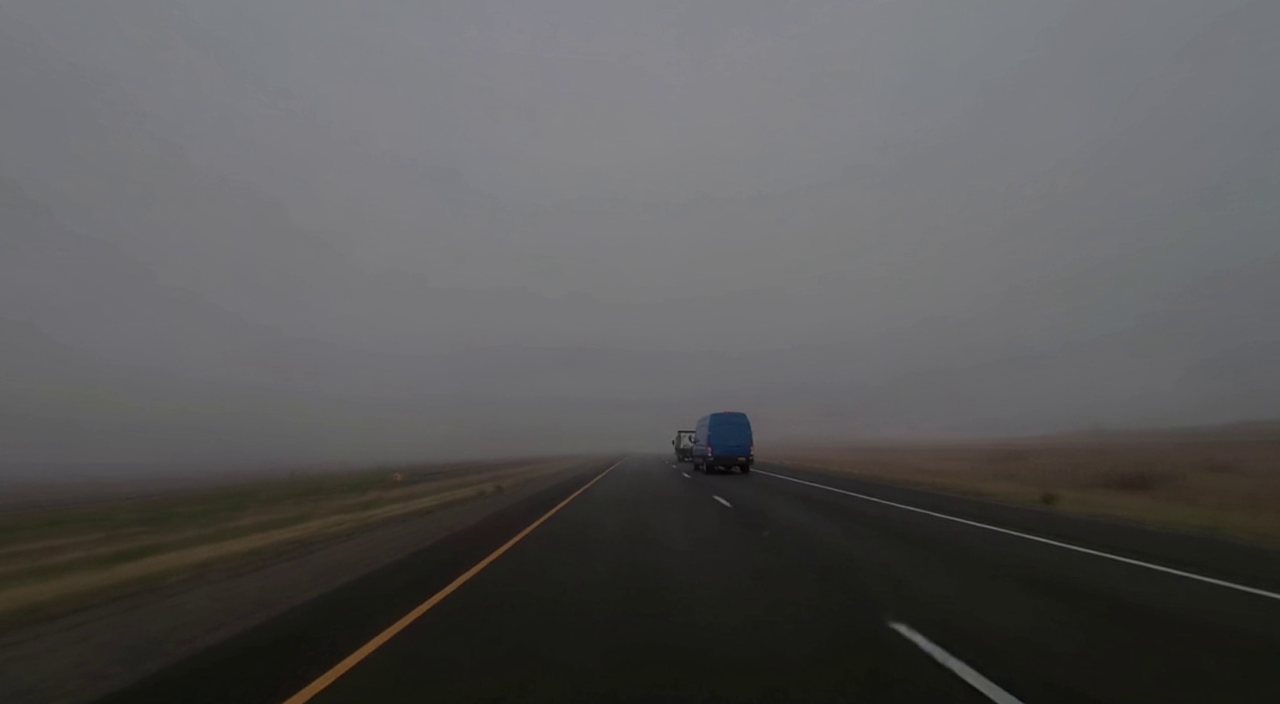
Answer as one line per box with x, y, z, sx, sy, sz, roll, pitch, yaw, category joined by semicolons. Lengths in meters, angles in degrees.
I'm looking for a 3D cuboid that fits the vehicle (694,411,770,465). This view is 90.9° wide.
3.810;3.804;27.385;2.444;2.053;5.616;-1;-9;0;vehicle

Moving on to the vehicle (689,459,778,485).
3.826;5.115;27.231;2.702;0.824;6.391;0;-8;-2;vehicle
